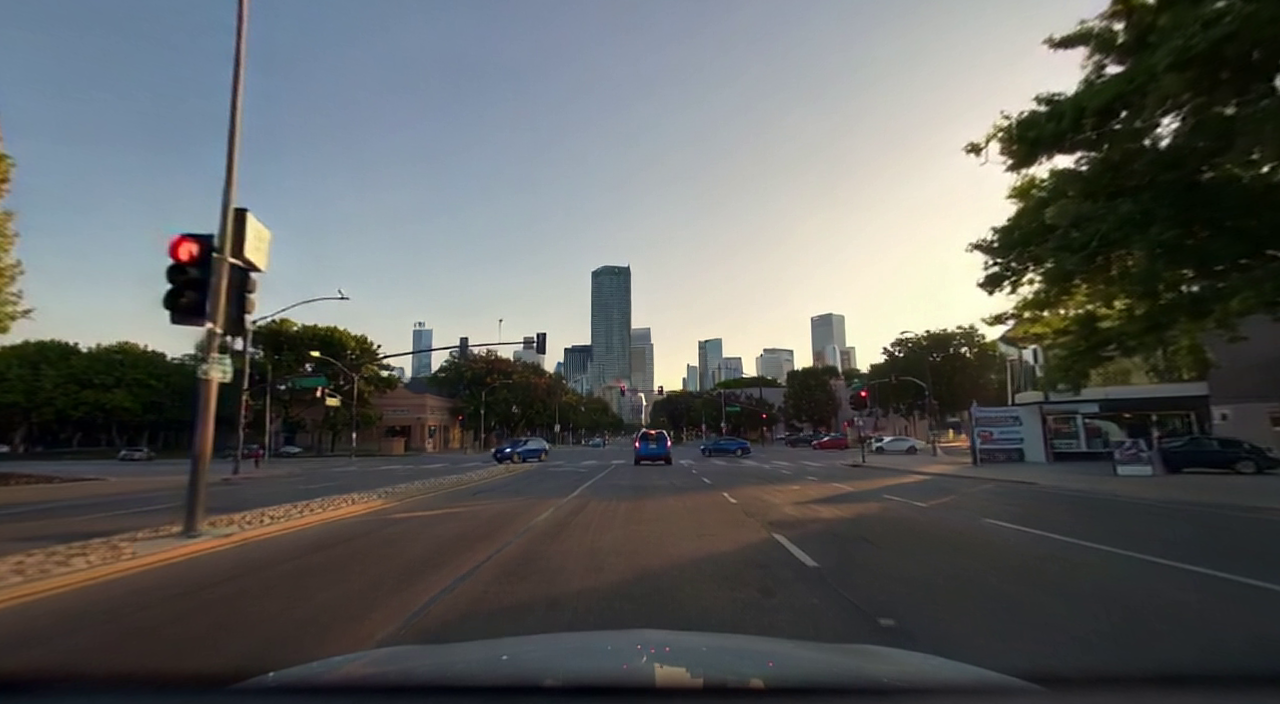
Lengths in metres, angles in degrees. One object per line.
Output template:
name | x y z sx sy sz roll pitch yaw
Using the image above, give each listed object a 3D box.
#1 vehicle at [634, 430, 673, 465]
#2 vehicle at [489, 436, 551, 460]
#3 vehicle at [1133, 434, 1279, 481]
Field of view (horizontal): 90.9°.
vehicle | 0.716 5.097 33.795 1.994 1.759 4.186 0 -8 1
vehicle | -8.638 6.925 45.725 1.954 1.673 4.460 -4 -9 28
vehicle | 19.763 3.526 21.283 4.479 1.488 2.038 0 -8 1
